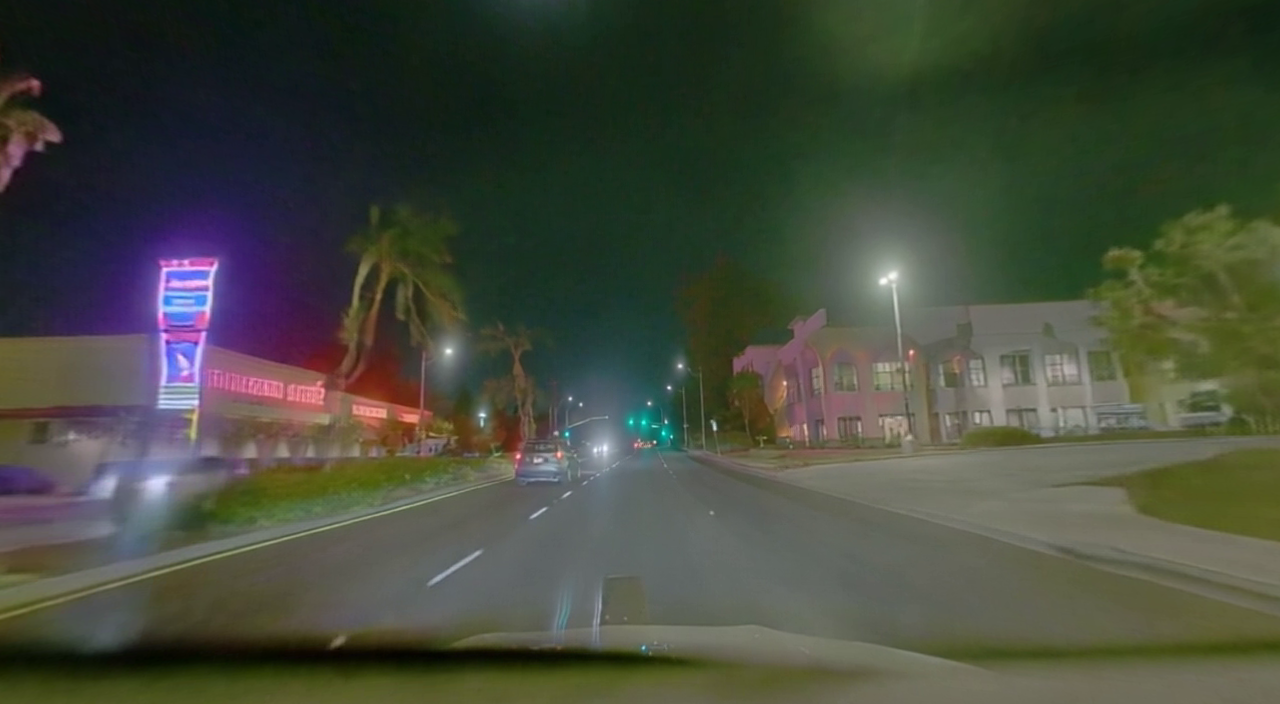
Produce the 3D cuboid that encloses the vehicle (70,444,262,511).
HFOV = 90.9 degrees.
[{"bbox_3d":[-13.804,3.639,18.841,2.034,1.727,4.654,0,-8,1],"label":"vehicle"}]

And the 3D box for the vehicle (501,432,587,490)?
[{"bbox_3d":[-3.050,3.576,21.066,2.062,1.693,4.669,0,-8,1],"label":"vehicle"}]

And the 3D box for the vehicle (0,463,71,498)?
[{"bbox_3d":[-30.589,6.228,30.687,1.839,1.556,4.033,0,-8,2],"label":"vehicle"}]
